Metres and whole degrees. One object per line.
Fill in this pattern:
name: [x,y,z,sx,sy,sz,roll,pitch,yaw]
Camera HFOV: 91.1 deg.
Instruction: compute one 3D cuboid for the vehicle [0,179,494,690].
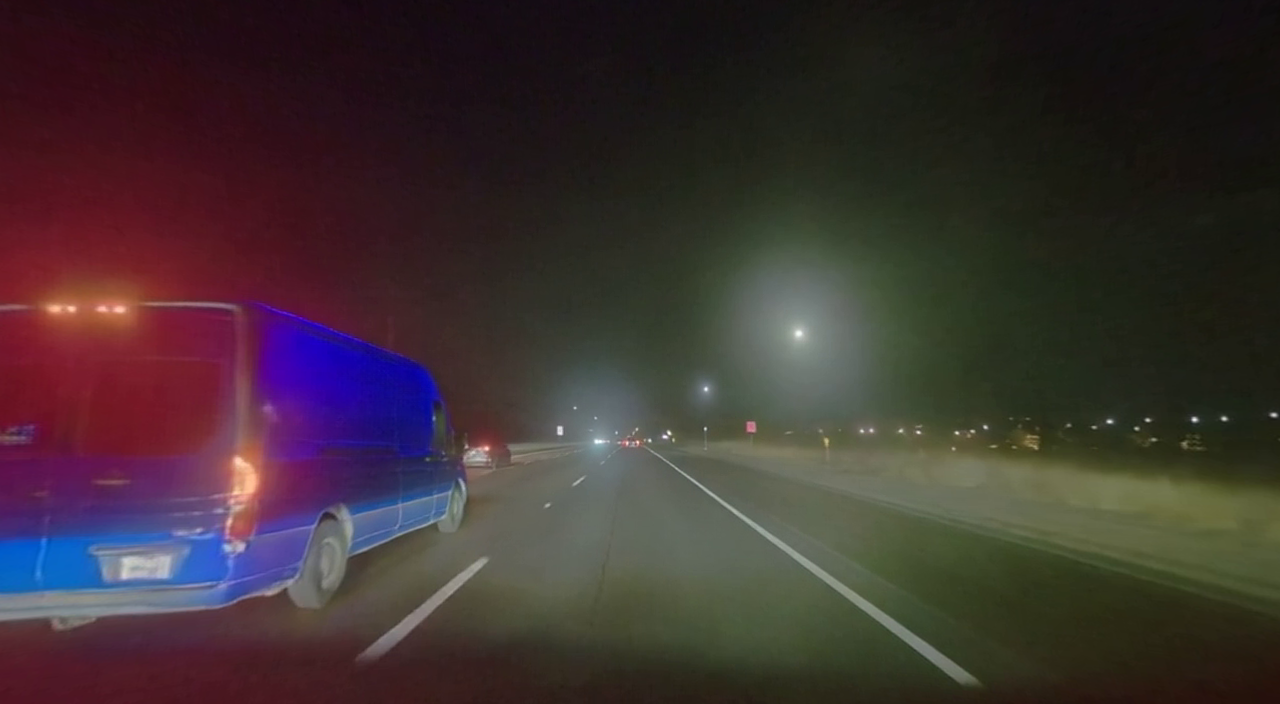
vehicle: [-3.684,0.870,7.081,2.428,2.782,7.330,0,-8,-1]
